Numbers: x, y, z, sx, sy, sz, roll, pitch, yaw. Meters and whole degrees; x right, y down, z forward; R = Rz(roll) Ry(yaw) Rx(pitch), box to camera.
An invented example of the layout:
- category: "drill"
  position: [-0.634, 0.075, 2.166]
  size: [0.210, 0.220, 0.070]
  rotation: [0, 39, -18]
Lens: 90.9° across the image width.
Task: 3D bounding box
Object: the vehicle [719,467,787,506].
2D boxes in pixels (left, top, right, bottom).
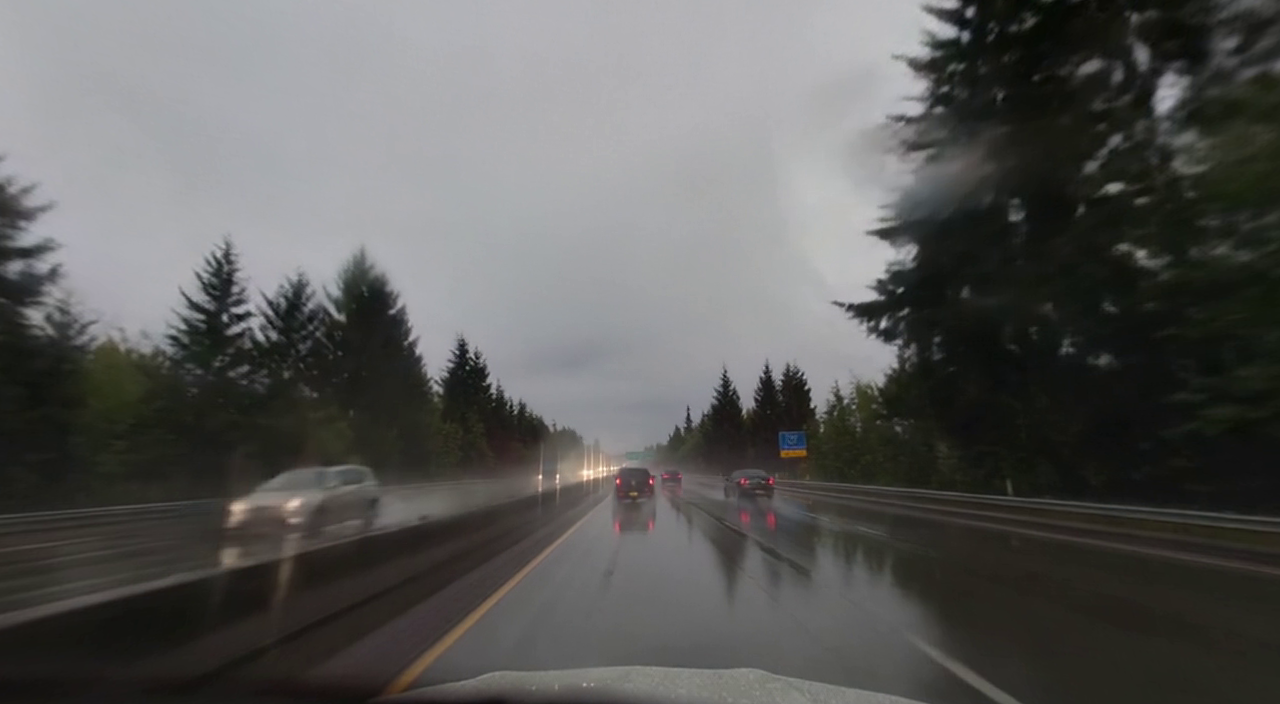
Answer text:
- category: "vehicle"
  position: [4.613, 5.560, 26.334]
  size: [1.974, 1.476, 4.119]
  rotation: [1, -10, -1]

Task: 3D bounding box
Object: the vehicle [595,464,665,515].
- category: "vehicle"
  position: [-0.292, 4.409, 20.547]
  size: [2.060, 1.473, 3.726]
  rotation: [1, -10, 0]

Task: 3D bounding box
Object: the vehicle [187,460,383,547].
- category: "vehicle"
  position: [-7.463, 3.202, 13.812]
  size: [1.911, 1.585, 3.952]
  rotation: [1, -10, 0]
